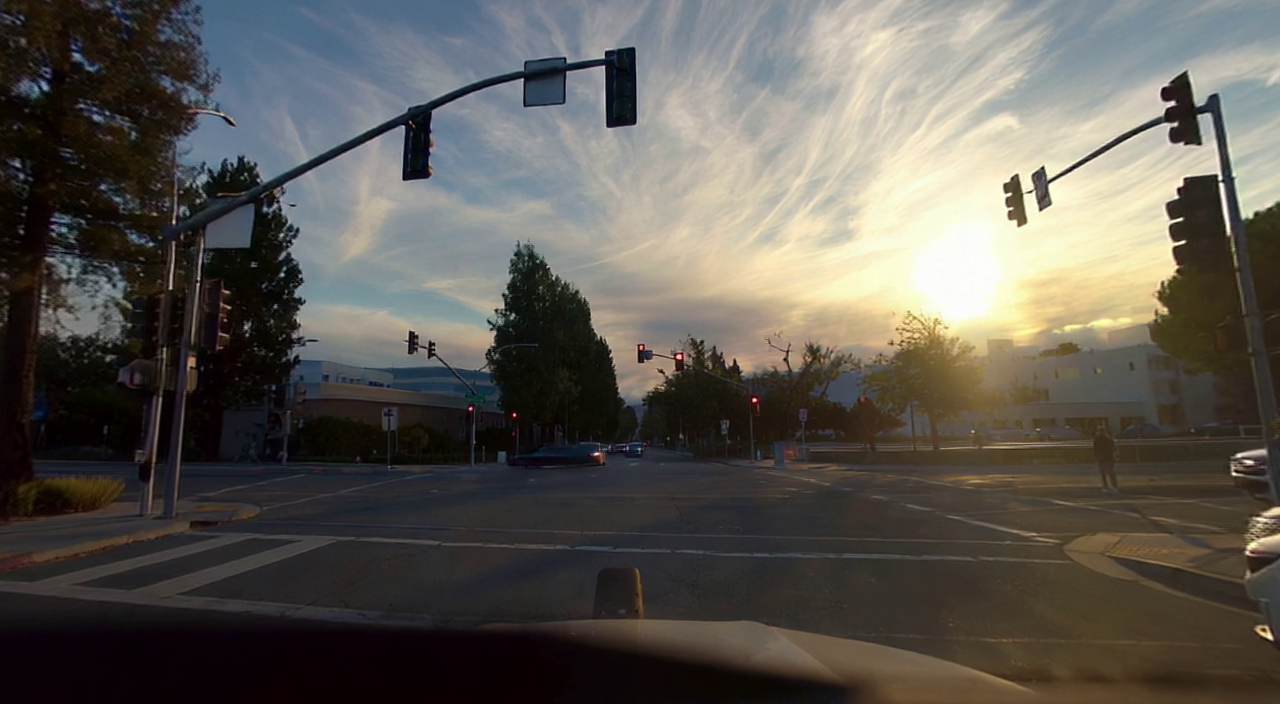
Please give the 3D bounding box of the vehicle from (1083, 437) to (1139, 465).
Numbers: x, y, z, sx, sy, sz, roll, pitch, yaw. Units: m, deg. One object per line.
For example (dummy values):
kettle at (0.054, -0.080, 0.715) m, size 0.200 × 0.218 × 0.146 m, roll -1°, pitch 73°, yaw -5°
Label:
vehicle at (26.979, 5.658, 36.137) m, size 2.092 × 1.474 × 4.046 m, roll -8°, pitch -11°, yaw 40°

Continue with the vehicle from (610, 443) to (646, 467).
vehicle at (-0.842, 6.830, 41.985) m, size 2.056 × 1.492 × 3.937 m, roll 1°, pitch -9°, yaw -6°

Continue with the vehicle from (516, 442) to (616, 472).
vehicle at (-3.733, 5.319, 32.089) m, size 4.628 × 1.414 × 1.897 m, roll -3°, pitch -9°, yaw 16°
